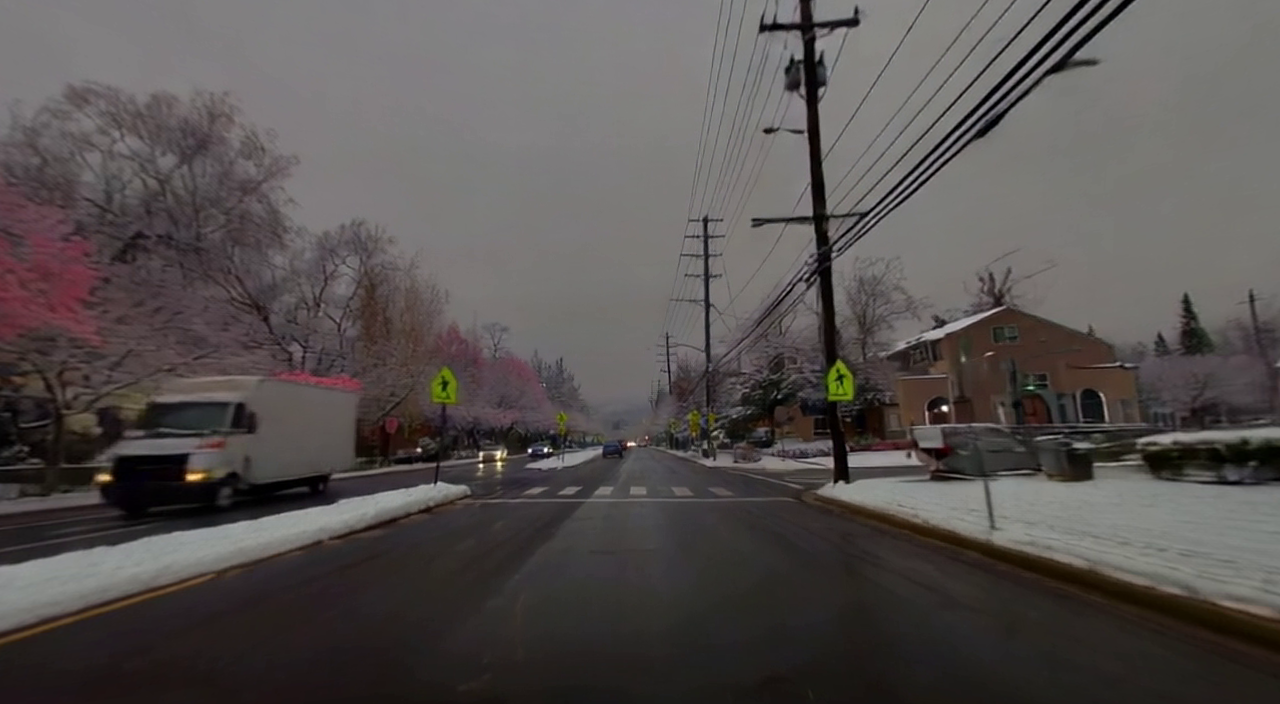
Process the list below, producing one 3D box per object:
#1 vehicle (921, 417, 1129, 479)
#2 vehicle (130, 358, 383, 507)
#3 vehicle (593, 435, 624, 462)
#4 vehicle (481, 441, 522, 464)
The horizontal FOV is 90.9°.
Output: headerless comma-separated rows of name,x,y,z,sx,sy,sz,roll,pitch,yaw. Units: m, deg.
vehicle,12.351,3.104,20.385,5.666,1.815,2.137,2,-8,-11
vehicle,-10.922,2.491,19.242,2.836,3.663,7.511,0,-8,0
vehicle,-2.437,7.635,49.958,2.202,1.961,4.980,0,-8,0
vehicle,-10.545,7.693,48.409,1.993,1.661,4.756,0,-8,1
